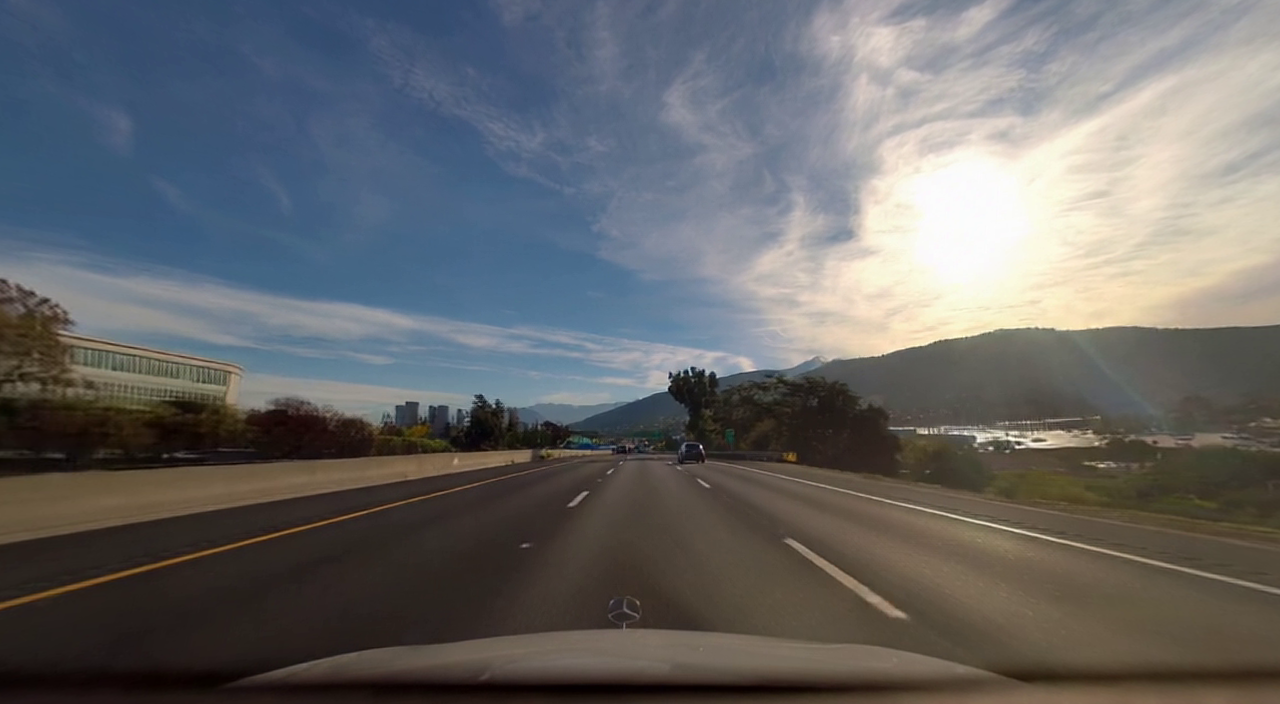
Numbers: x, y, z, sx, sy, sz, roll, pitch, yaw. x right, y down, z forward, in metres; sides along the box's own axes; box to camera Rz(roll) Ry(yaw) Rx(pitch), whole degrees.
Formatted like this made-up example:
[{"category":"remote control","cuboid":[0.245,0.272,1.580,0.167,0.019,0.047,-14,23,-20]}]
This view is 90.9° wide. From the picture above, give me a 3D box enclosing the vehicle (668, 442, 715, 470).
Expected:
[{"category":"vehicle","cuboid":[2.840,5.827,35.546,2.193,1.462,4.533,0,-8,-1]}]
